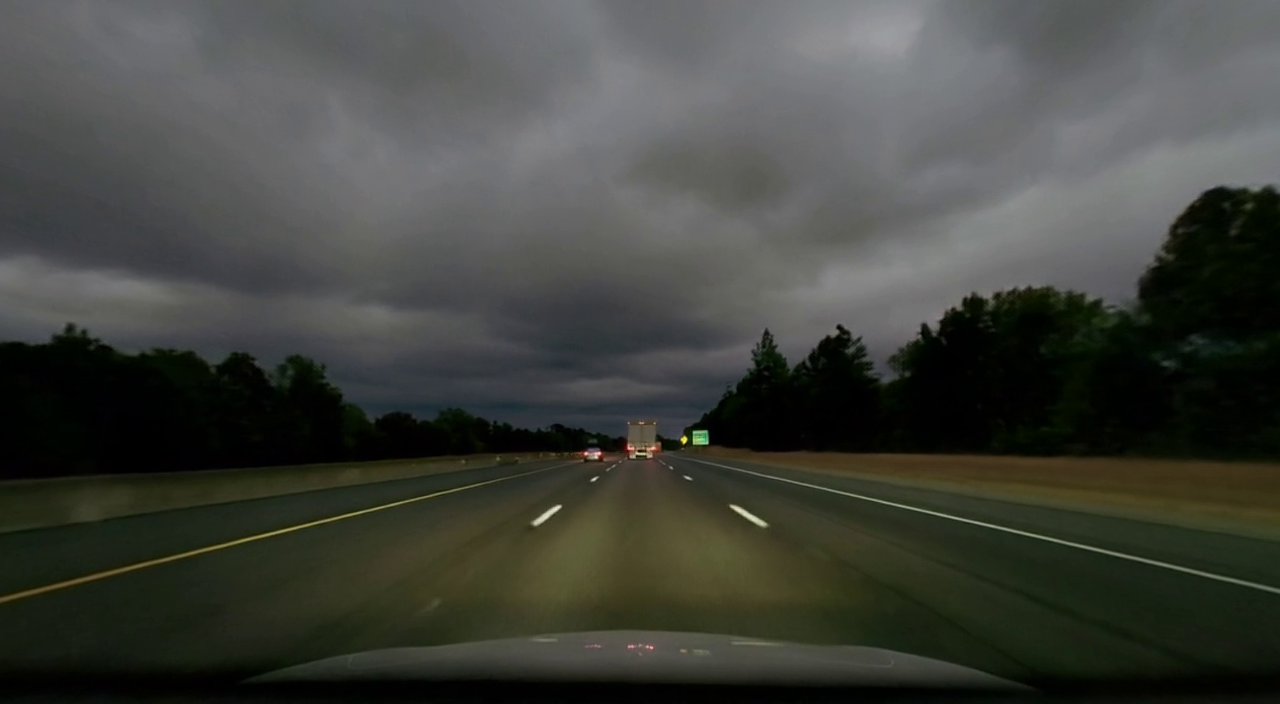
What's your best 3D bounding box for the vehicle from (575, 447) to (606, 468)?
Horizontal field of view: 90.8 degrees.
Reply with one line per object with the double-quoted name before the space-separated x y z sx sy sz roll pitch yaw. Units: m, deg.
"vehicle" -3.564 7.682 46.122 1.955 1.438 4.100 0 -9 -1
